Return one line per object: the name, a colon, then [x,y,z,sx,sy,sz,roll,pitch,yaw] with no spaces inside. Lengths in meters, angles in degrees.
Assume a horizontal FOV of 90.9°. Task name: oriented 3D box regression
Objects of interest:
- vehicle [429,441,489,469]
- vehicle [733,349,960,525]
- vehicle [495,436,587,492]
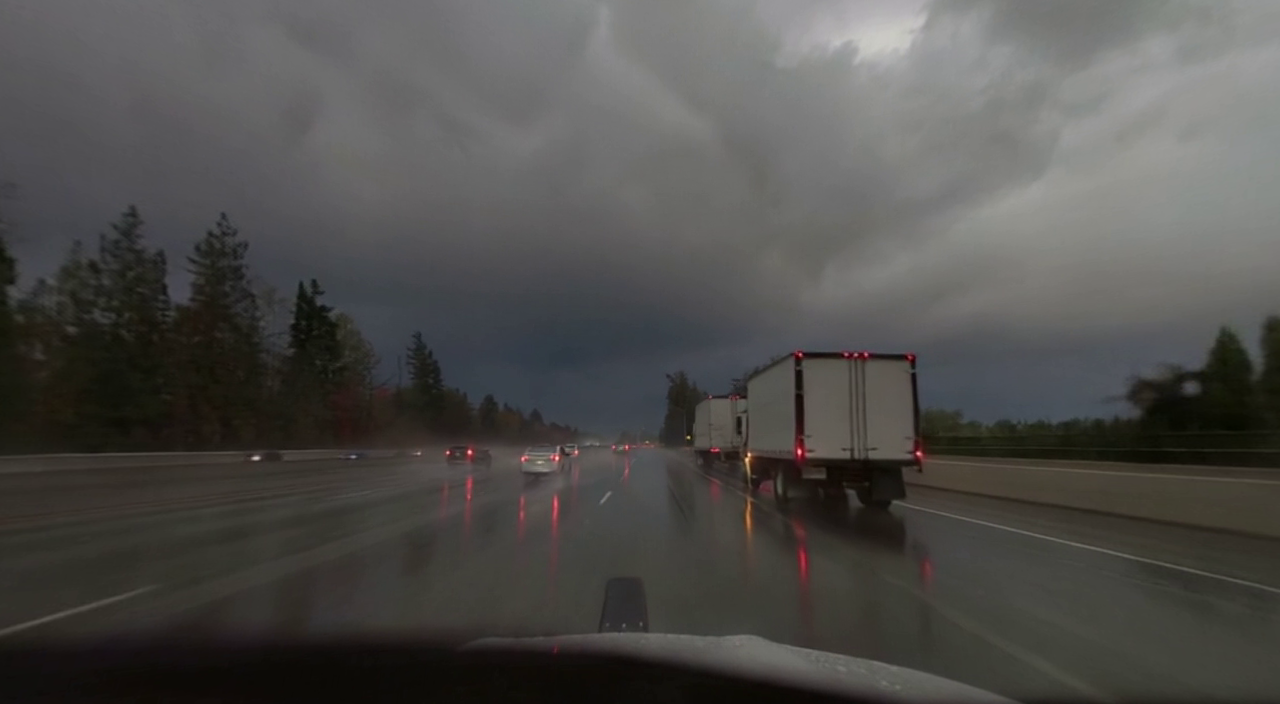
vehicle: [-10.011,5.729,35.234,1.899,1.465,4.589,0,-8,1]
vehicle: [4.113,1.978,14.602,2.732,3.052,7.118,0,-8,-1]
vehicle: [-2.843,3.323,19.100,1.981,1.473,4.317,0,-8,2]
